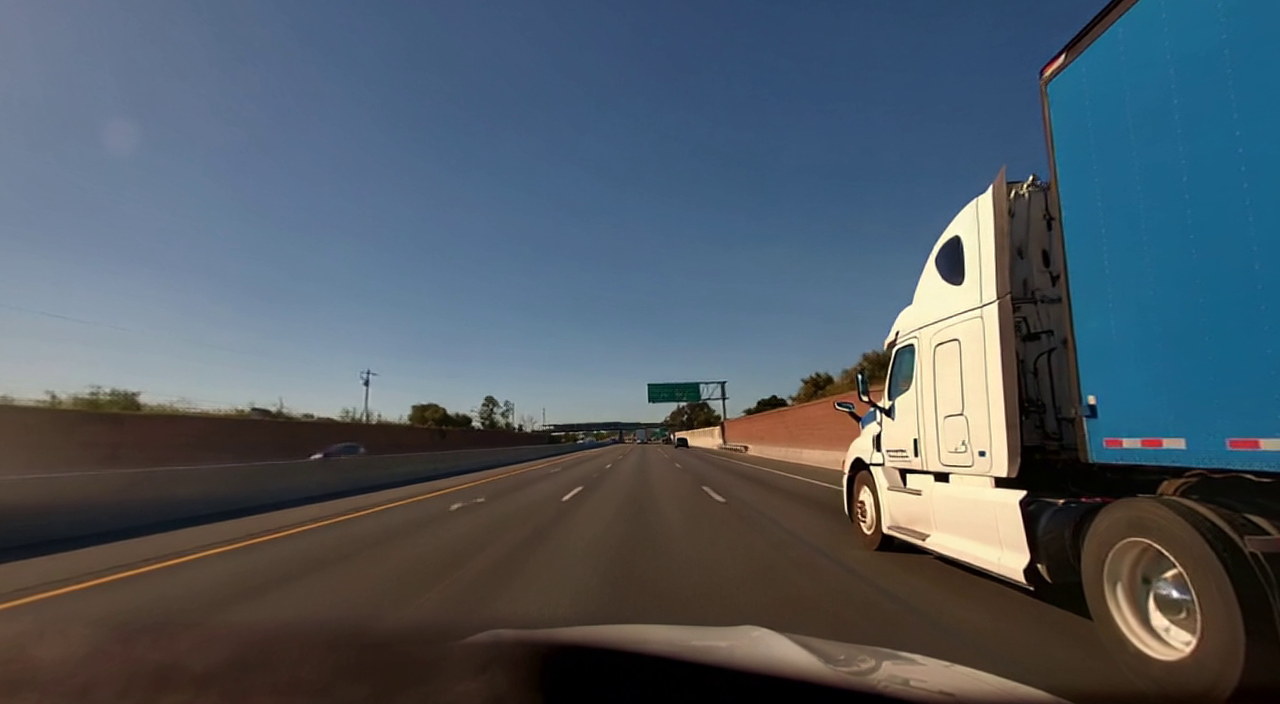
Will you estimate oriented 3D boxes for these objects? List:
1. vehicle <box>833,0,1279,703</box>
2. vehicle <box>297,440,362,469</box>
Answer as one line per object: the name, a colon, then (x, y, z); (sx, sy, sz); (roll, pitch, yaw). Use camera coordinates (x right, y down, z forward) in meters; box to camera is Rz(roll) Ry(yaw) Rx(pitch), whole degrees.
vehicle: (3.766, -0.177, 2.756); (3.012, 3.768, 8.945); (0, -8, 0)
vehicle: (-21.082, 6.967, 43.058); (1.993, 1.880, 4.717); (0, -8, 0)
